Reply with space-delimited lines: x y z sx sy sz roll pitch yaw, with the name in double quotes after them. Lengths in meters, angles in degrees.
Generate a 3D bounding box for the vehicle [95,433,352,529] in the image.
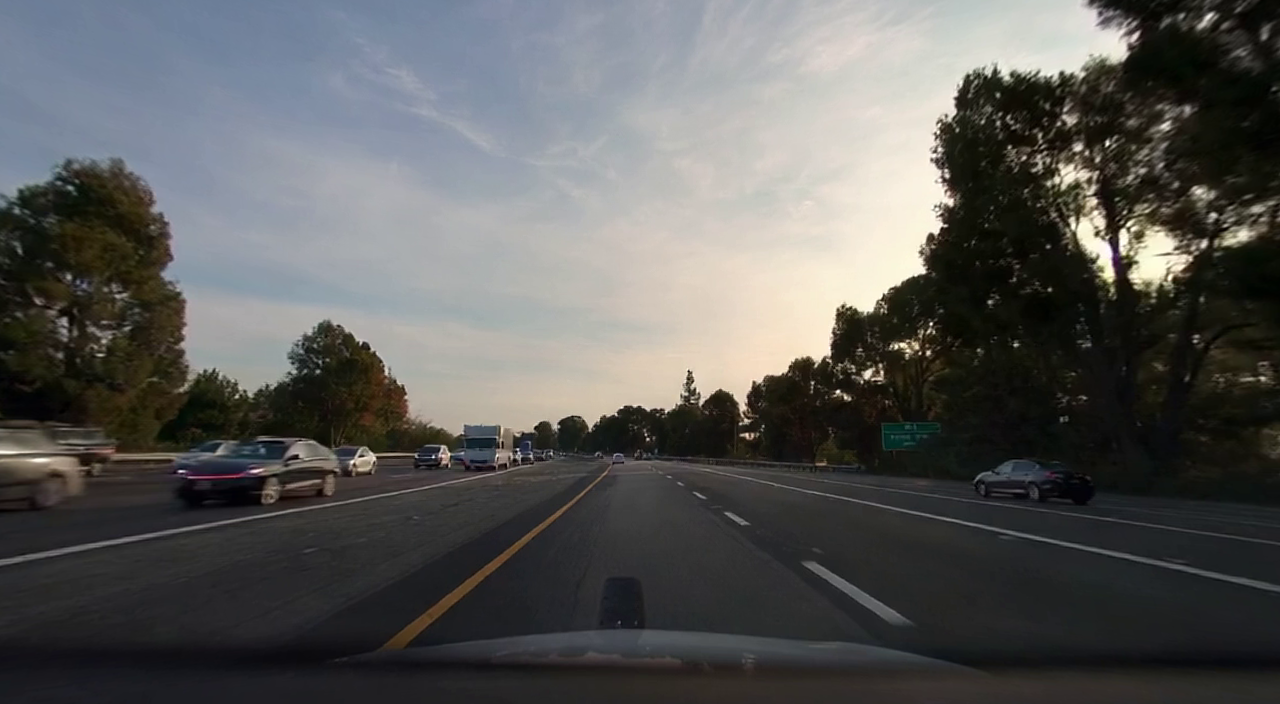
-7.778 2.438 12.419 2.032 1.521 4.518 0 -9 -1 "vehicle"

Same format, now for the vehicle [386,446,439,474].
-14.280 6.775 39.583 1.947 1.647 4.183 0 -9 -3 "vehicle"

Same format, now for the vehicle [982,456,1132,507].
14.270 4.411 21.832 1.941 1.536 4.585 0 -9 -2 "vehicle"

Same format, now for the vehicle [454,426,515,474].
-9.280 5.955 38.121 2.356 2.637 6.975 0 -9 -4 "vehicle"
